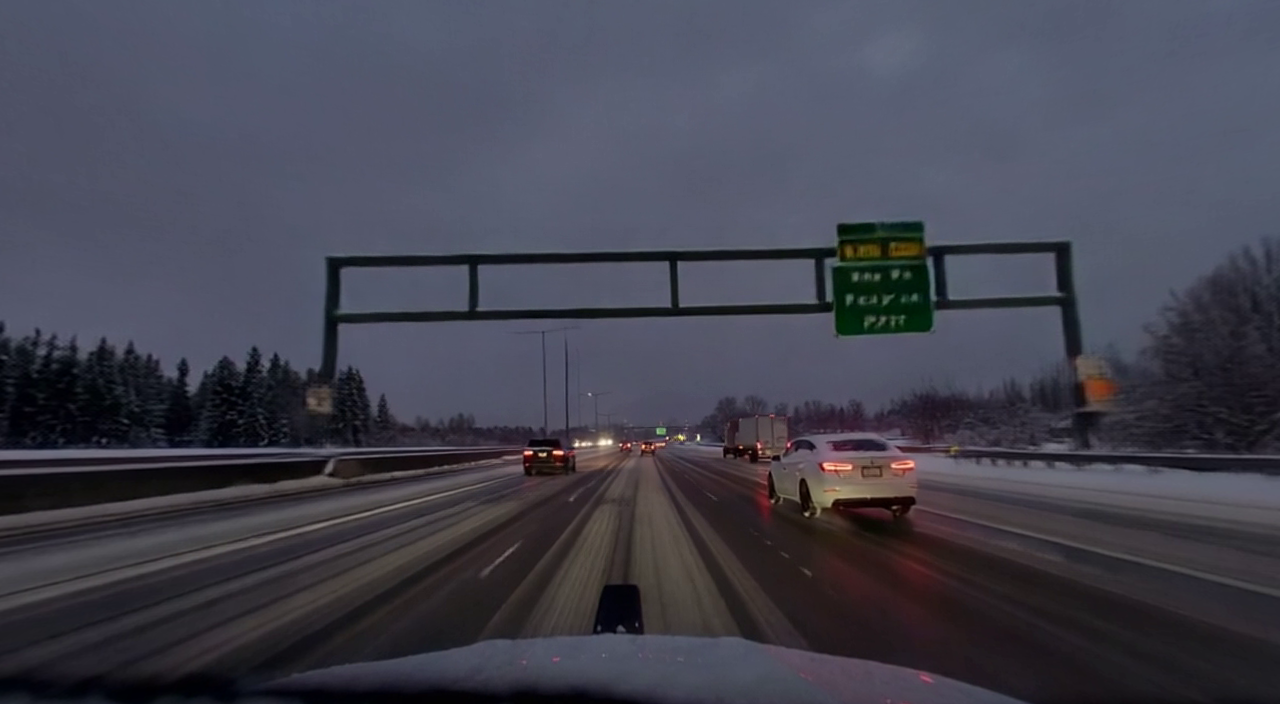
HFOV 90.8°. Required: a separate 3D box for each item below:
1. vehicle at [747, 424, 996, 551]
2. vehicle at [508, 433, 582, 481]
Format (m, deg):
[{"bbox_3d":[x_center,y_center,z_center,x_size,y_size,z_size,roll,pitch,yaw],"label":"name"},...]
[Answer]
[{"bbox_3d":[3.304,2.047,10.360,2.107,1.550,4.949,0,-8,-1],"label":"vehicle"},{"bbox_3d":[-3.711,4.195,25.507,2.193,1.746,4.512,0,-8,1],"label":"vehicle"}]
